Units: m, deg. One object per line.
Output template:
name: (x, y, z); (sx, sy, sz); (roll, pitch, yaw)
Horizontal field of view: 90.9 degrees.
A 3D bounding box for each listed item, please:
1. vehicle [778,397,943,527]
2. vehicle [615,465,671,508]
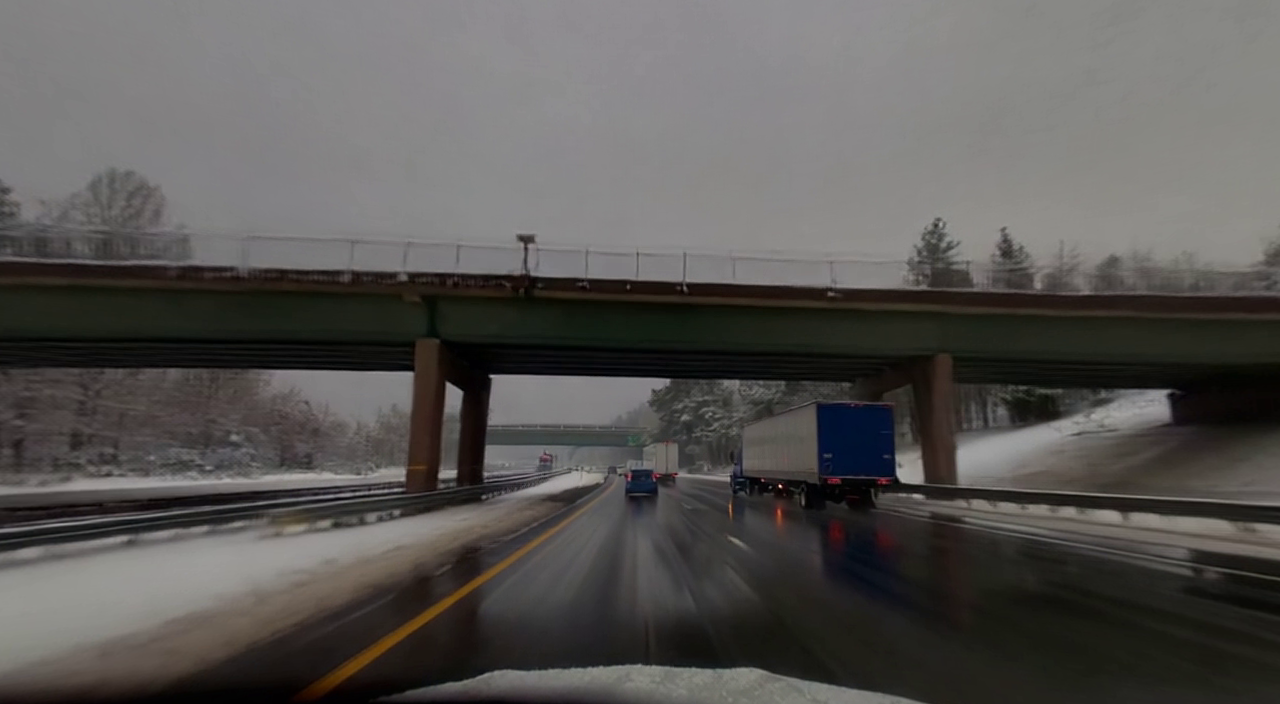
vehicle: (7.237, 3.901, 22.276); (2.839, 3.684, 8.091); (1, -11, 0)
vehicle: (0.111, 5.389, 25.409); (2.067, 1.552, 3.601); (1, -11, 0)
